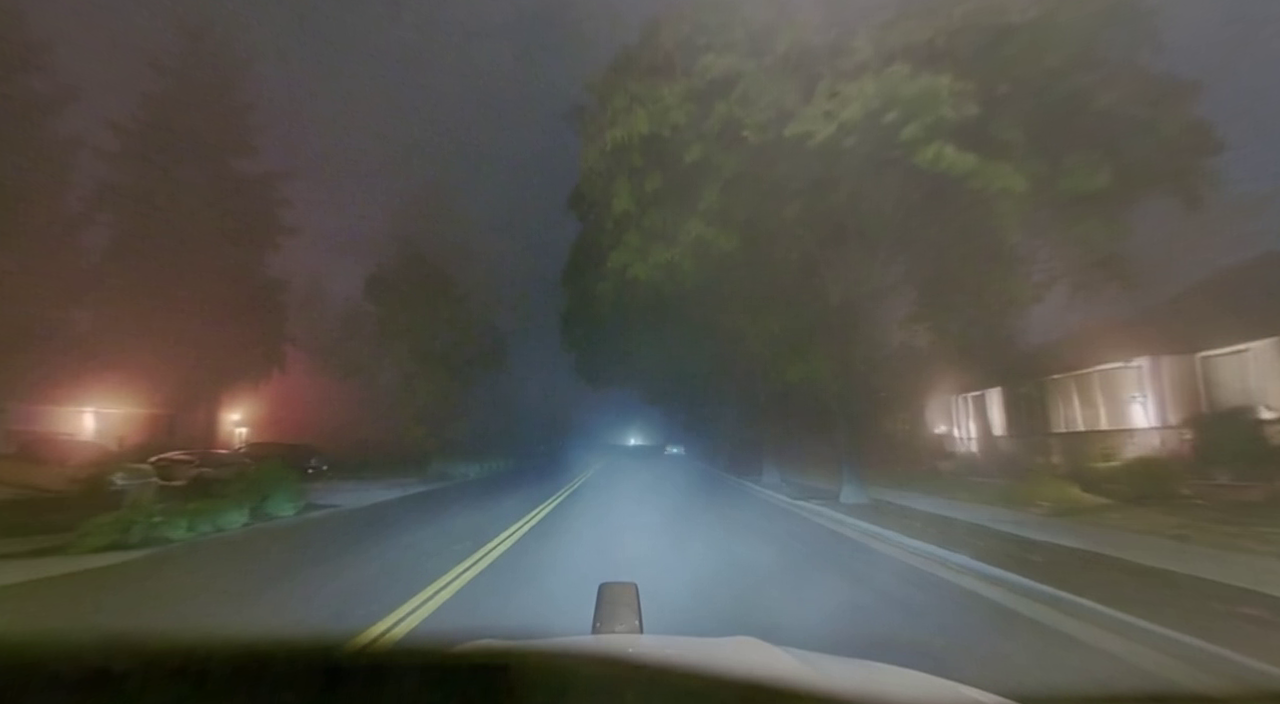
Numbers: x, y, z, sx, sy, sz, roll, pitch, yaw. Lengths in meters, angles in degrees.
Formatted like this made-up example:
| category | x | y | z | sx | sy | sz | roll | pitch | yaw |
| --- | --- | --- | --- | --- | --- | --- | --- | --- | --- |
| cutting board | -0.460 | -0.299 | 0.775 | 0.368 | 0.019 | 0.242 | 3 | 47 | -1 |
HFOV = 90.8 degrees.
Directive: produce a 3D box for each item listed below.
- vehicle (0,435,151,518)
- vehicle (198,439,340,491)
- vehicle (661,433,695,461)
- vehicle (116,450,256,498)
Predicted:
| category | x | y | z | sx | sy | sz | roll | pitch | yaw |
| --- | --- | --- | --- | --- | --- | --- | --- | --- | --- |
| vehicle | -14.980 | 2.917 | 15.001 | 2.066 | 1.852 | 4.782 | -6 | -10 | 33 |
| vehicle | -14.381 | 4.320 | 24.435 | 5.275 | 1.807 | 2.279 | -5 | -9 | 29 |
| vehicle | 2.669 | 6.746 | 45.083 | 2.125 | 1.861 | 4.564 | 0 | -8 | 0 |
| vehicle | -15.528 | 4.094 | 21.601 | 4.273 | 1.459 | 2.000 | -4 | -9 | 26 |
